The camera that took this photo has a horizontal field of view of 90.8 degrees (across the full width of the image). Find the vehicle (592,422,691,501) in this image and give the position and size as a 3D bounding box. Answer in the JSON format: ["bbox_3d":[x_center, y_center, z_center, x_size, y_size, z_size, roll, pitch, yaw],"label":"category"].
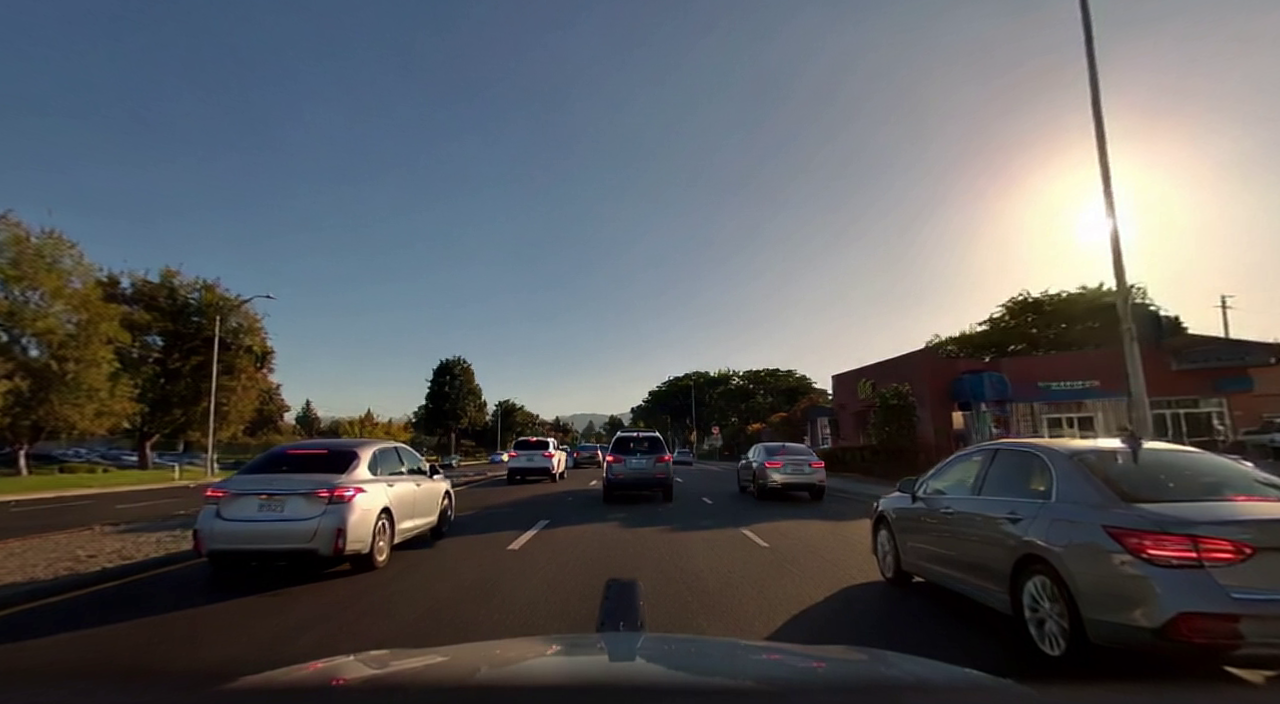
[{"bbox_3d":[0.024,2.844,16.794,2.279,1.803,4.254,0,-8,0],"label":"vehicle"}]

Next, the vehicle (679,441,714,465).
[{"bbox_3d":[3.807,6.814,42.852,1.926,1.522,3.852,0,-8,-1],"label":"vehicle"}]

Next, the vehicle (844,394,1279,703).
[{"bbox_3d":[3.179,1.210,4.347,1.976,1.492,4.436,0,-8,-1],"label":"vehicle"}]

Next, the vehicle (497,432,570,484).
[{"bbox_3d":[-3.781,3.853,23.241,1.932,1.695,4.150,0,-8,0],"label":"vehicle"}]

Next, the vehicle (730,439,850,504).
[{"bbox_3d":[3.743,3.045,16.666,1.888,1.456,4.589,0,-8,-2],"label":"vehicle"}]

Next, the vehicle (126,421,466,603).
[{"bbox_3d":[-3.602,1.709,7.653,1.864,1.574,4.031,0,-8,-1],"label":"vehicle"}]
